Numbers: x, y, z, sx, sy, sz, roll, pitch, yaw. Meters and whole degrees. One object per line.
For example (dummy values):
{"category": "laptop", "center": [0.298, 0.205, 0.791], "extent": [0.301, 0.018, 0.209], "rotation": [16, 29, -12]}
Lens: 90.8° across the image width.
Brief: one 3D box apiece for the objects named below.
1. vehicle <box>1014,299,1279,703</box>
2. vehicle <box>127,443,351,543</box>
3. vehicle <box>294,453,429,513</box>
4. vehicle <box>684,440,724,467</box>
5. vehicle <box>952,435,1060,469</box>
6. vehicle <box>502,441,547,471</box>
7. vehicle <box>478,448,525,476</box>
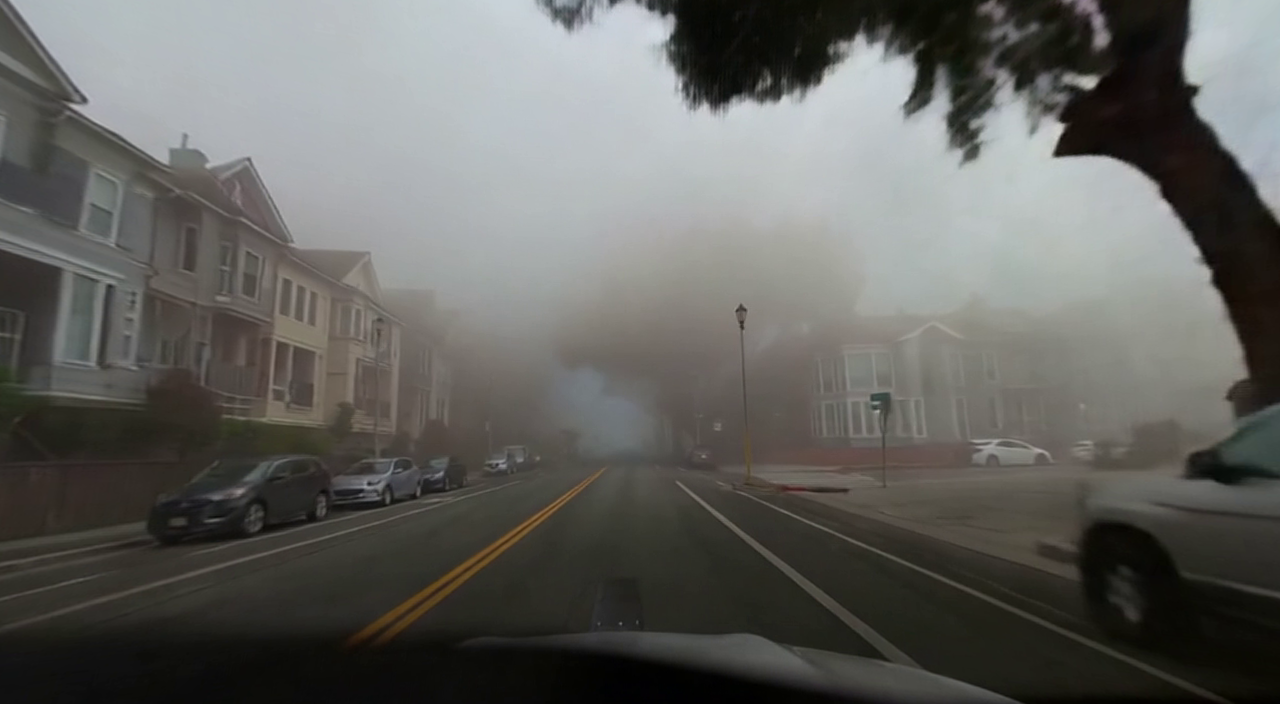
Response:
{"category": "vehicle", "center": [4.327, 0.671, 2.340], "extent": [2.393, 2.075, 5.683], "rotation": [0, -9, 0]}
{"category": "vehicle", "center": [-8.080, 2.836, 13.359], "extent": [1.919, 1.698, 4.328], "rotation": [-1, -9, -1]}
{"category": "vehicle", "center": [-8.077, 3.799, 18.885], "extent": [1.970, 1.480, 4.616], "rotation": [-1, -9, -1]}
{"category": "vehicle", "center": [4.218, 6.795, 42.273], "extent": [2.034, 1.674, 4.271], "rotation": [0, -9, -3]}
{"category": "vehicle", "center": [20.062, 5.501, 34.779], "extent": [4.568, 1.727, 2.199], "rotation": [0, -9, -2]}
{"category": "vehicle", "center": [-7.930, 7.199, 43.698], "extent": [2.283, 1.853, 4.903], "rotation": [-1, -9, -1]}
{"category": "vehicle", "center": [-8.181, 6.518, 37.728], "extent": [1.967, 1.517, 4.360], "rotation": [0, -9, -2]}
